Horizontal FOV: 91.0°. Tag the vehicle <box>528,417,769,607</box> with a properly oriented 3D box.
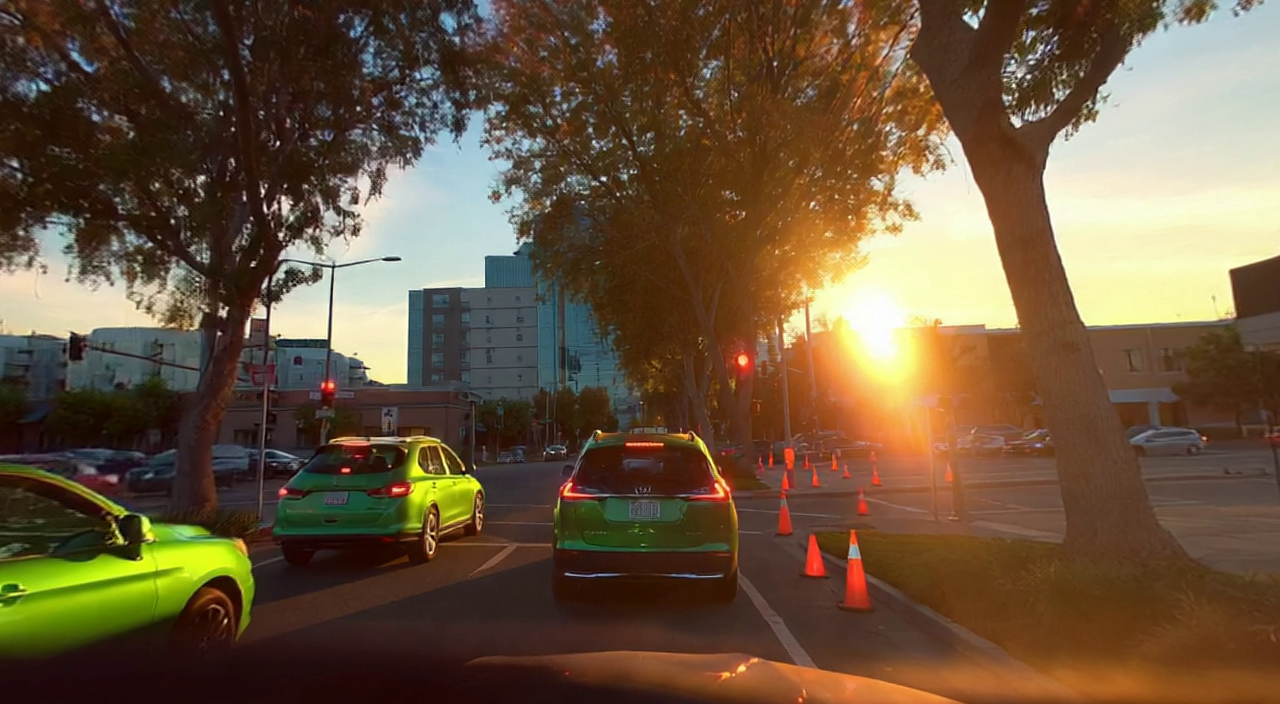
[{"bbox_3d":[0.113,1.628,7.211,2.021,1.560,3.676,0,-9,1],"label":"vehicle"}]

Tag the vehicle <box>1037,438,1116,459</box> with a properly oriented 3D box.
[{"bbox_3d":[32.715,7.253,47.218,4.581,1.480,1.752,1,-9,0],"label":"vehicle"}]

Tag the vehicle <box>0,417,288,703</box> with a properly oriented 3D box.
[{"bbox_3d":[-3.588,0.949,2.144,1.964,1.497,4.722,0,-9,1],"label":"vehicle"}]

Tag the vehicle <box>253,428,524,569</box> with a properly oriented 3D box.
[{"bbox_3d":[-3.270,1.998,9.444,1.989,1.541,4.626,0,-9,2],"label":"vehicle"}]

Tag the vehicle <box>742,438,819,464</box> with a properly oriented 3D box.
[{"bbox_3d":[9.295,6.568,41.787,4.805,1.688,1.923,-2,-9,14],"label":"vehicle"}]
